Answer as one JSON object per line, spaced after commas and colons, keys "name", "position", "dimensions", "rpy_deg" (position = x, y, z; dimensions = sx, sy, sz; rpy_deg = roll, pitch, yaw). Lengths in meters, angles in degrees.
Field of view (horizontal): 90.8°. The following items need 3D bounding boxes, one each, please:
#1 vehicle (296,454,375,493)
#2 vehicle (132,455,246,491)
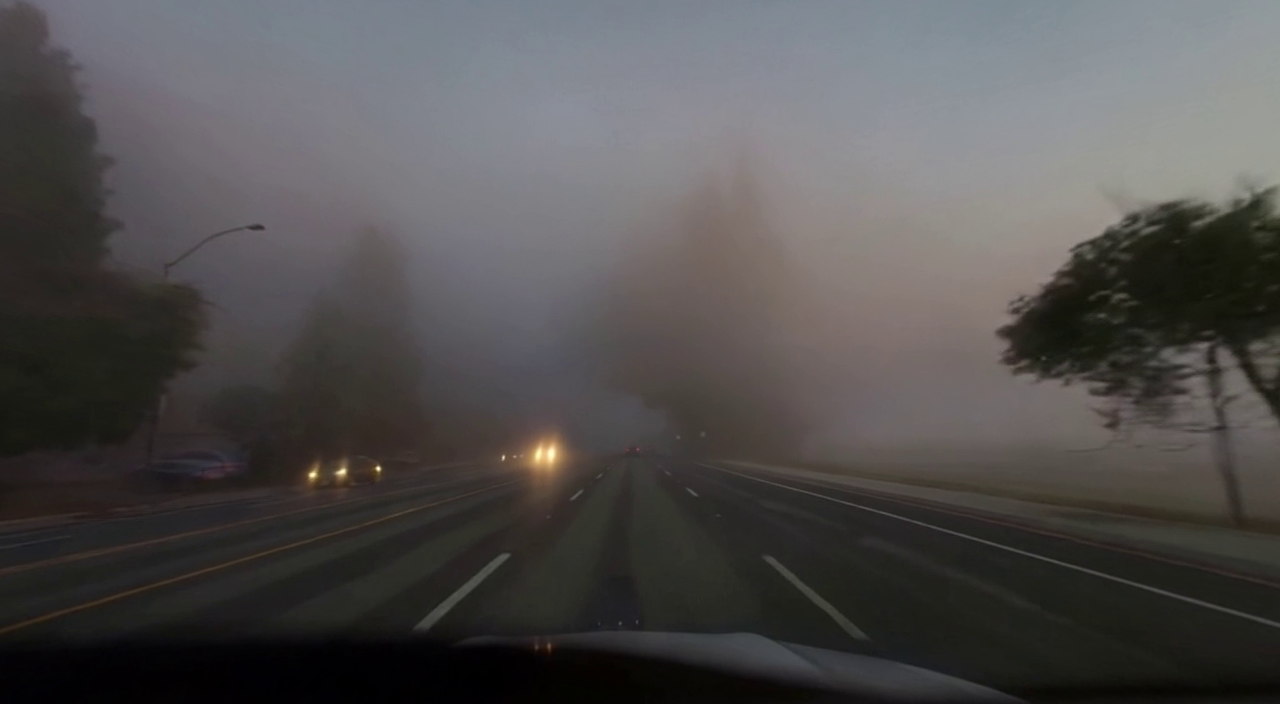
{"name": "vehicle", "position": [-14.669, 5.825, 30.668], "dimensions": [1.896, 1.486, 4.285], "rpy_deg": [-4, -8, -2]}
{"name": "vehicle", "position": [-21.459, 5.733, 30.358], "dimensions": [1.916, 1.482, 4.789], "rpy_deg": [-1, -9, 1]}
